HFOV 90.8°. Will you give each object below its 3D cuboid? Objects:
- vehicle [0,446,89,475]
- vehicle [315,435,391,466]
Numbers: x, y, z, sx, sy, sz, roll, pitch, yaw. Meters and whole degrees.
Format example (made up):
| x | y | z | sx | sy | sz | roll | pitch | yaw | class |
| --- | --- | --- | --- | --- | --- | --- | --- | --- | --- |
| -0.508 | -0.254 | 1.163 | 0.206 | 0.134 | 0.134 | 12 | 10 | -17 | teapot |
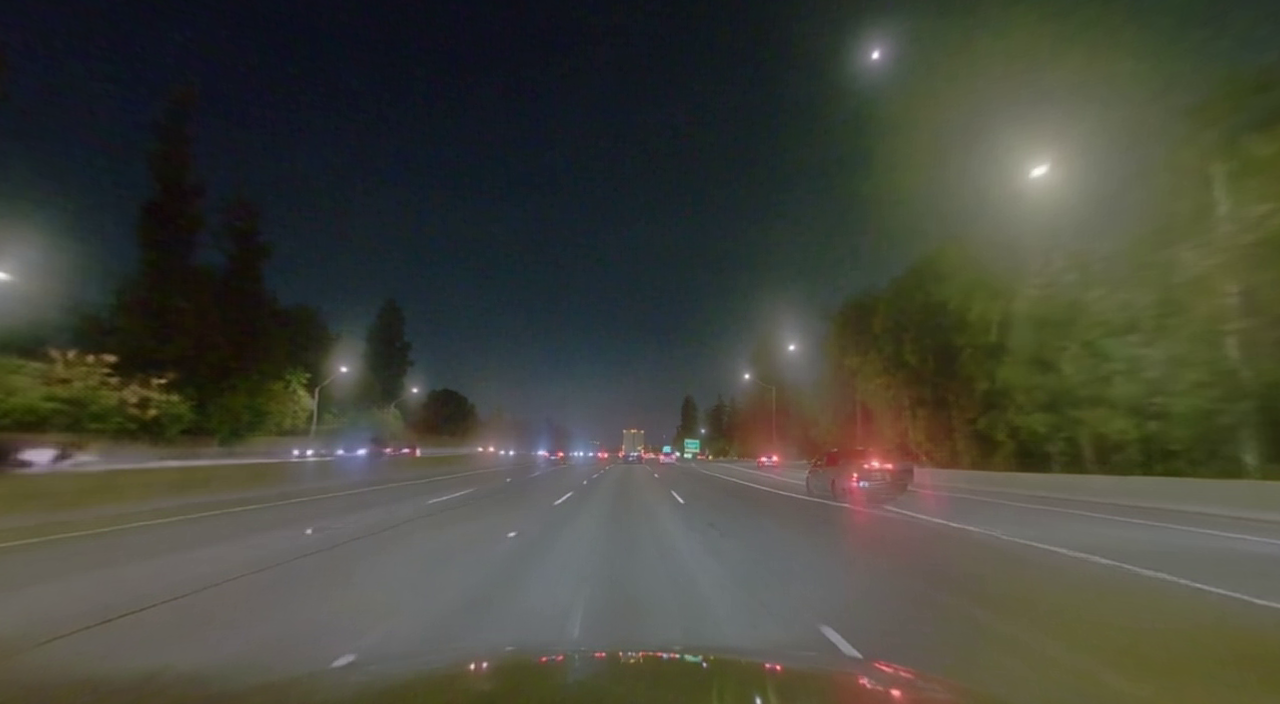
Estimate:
| x | y | z | sx | sy | sz | roll | pitch | yaw | class |
| --- | --- | --- | --- | --- | --- | --- | --- | --- | --- |
| -33.734 | 5.986 | 35.222 | 1.973 | 1.481 | 4.884 | 1 | -9 | -7 | vehicle |
| -19.610 | 6.775 | 43.546 | 2.475 | 1.913 | 5.834 | 0 | -9 | 0 | vehicle |
